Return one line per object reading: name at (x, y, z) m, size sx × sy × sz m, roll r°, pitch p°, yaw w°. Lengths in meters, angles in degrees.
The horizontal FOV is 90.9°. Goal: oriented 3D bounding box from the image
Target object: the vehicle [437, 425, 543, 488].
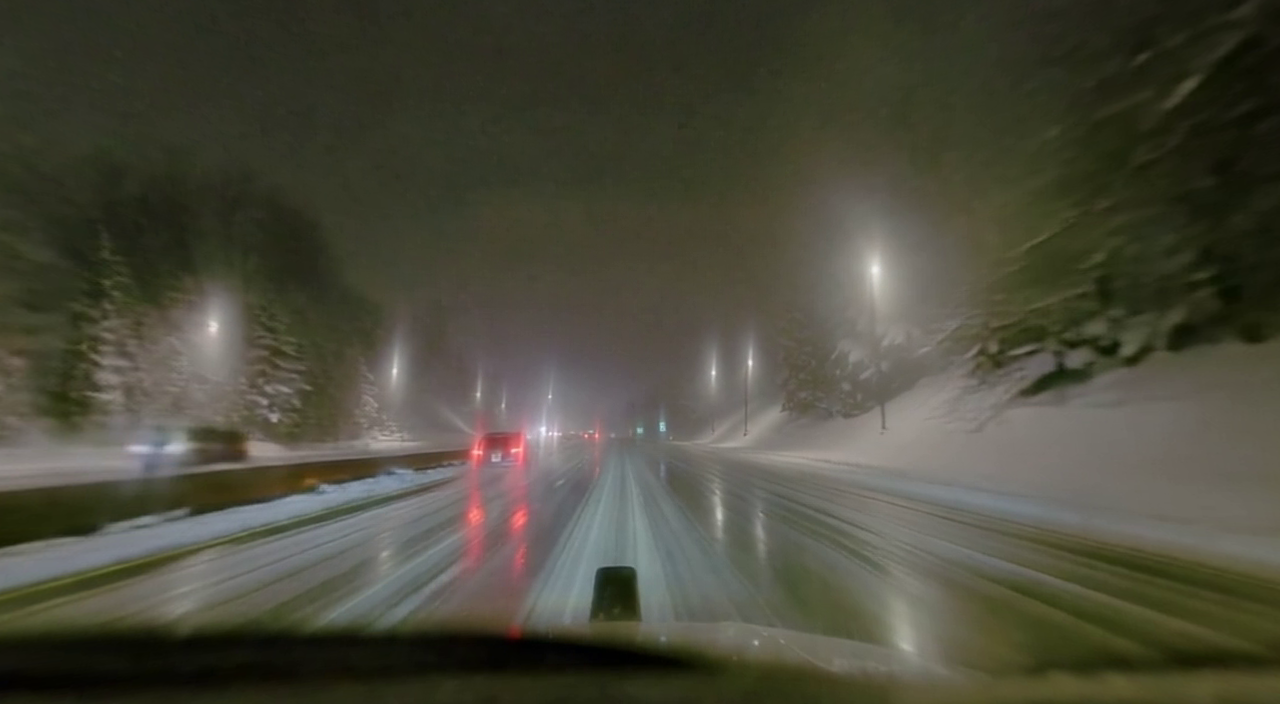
vehicle at (-4.146, 2.947, 18.187) m, size 2.062 × 1.591 × 4.156 m, roll 0°, pitch -8°, yaw -1°
